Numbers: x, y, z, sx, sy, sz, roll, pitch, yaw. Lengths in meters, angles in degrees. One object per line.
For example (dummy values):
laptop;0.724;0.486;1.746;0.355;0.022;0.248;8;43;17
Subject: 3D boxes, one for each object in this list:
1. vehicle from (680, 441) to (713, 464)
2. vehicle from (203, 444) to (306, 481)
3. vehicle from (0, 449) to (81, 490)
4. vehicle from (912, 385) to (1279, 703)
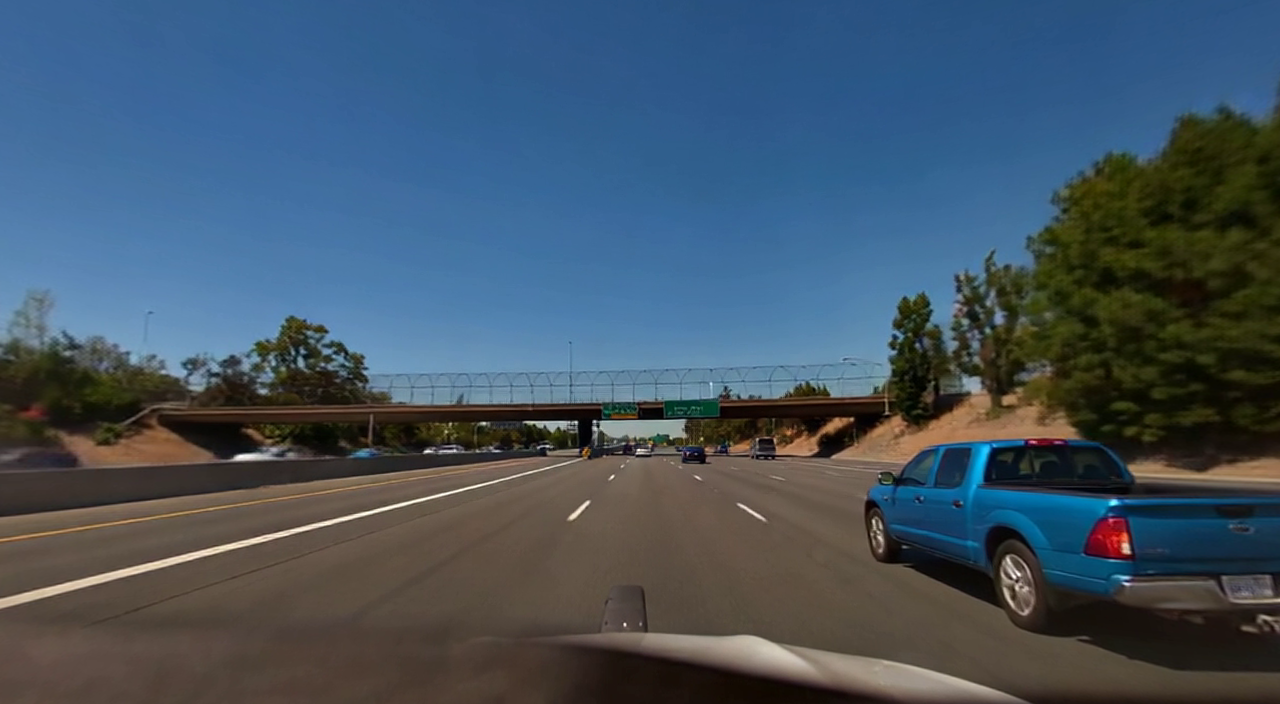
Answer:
vehicle;4.144;7.483;47.052;2.014;1.643;4.039;0;-8;-1
vehicle;-18.218;5.197;30.089;1.950;1.604;4.599;0;-8;1
vehicle;-24.798;4.552;24.549;1.862;1.472;4.614;0;-8;0
vehicle;3.422;0.983;2.986;2.119;1.524;4.807;0;-8;0
